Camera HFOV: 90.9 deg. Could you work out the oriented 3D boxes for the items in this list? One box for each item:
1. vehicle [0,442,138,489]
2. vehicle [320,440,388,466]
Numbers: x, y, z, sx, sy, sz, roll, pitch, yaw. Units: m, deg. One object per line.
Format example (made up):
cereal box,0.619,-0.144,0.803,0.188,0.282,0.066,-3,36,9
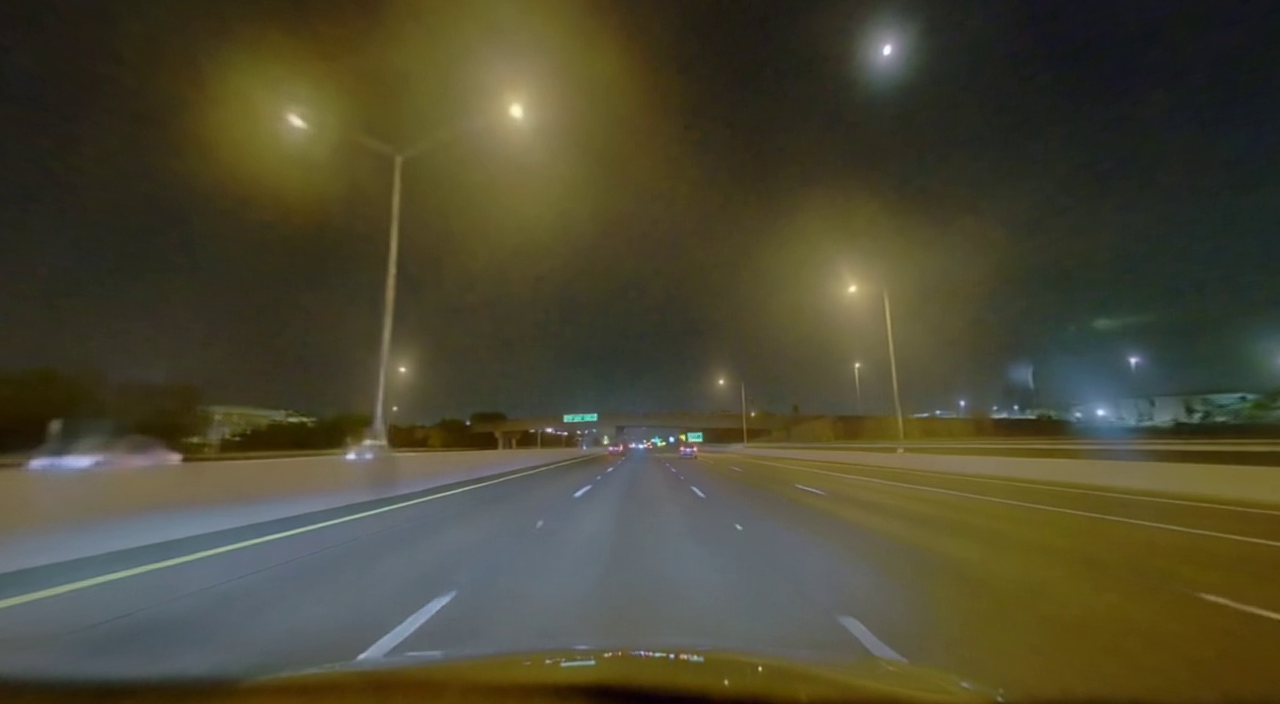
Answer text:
vehicle,-21.352,4.078,23.070,2.100,1.526,4.702,0,-8,0
vehicle,-17.854,6.333,39.643,2.098,1.547,4.407,0,-9,1
